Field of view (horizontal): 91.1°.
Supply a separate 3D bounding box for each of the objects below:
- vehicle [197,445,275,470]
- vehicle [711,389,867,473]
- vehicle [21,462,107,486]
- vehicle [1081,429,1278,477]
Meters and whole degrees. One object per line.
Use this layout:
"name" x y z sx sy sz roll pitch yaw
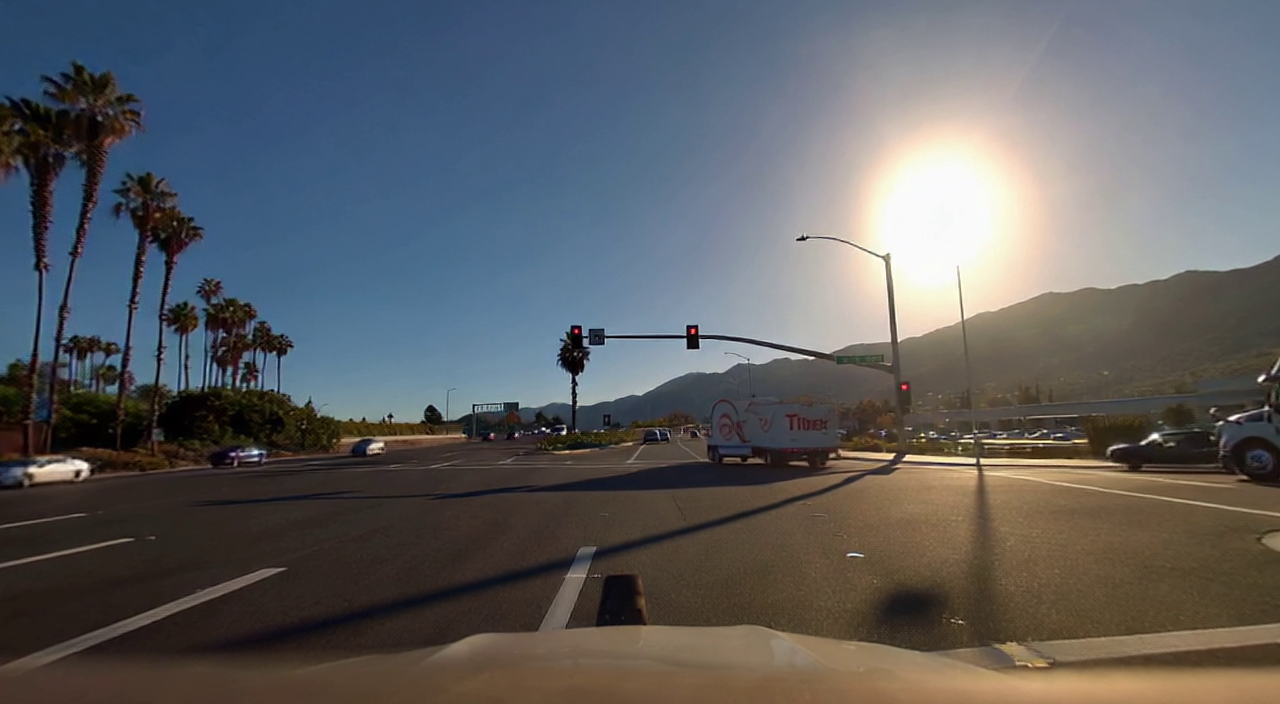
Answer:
"vehicle" -26.211 6.836 40.926 1.868 1.469 4.746 0 -9 1
"vehicle" 6.730 3.802 29.669 3.237 3.414 7.088 5 -10 -27
"vehicle" -39.806 8.439 43.520 1.689 1.434 3.999 -2 -9 13
"vehicle" 17.841 3.368 21.048 4.508 1.493 1.907 -2 -9 17
